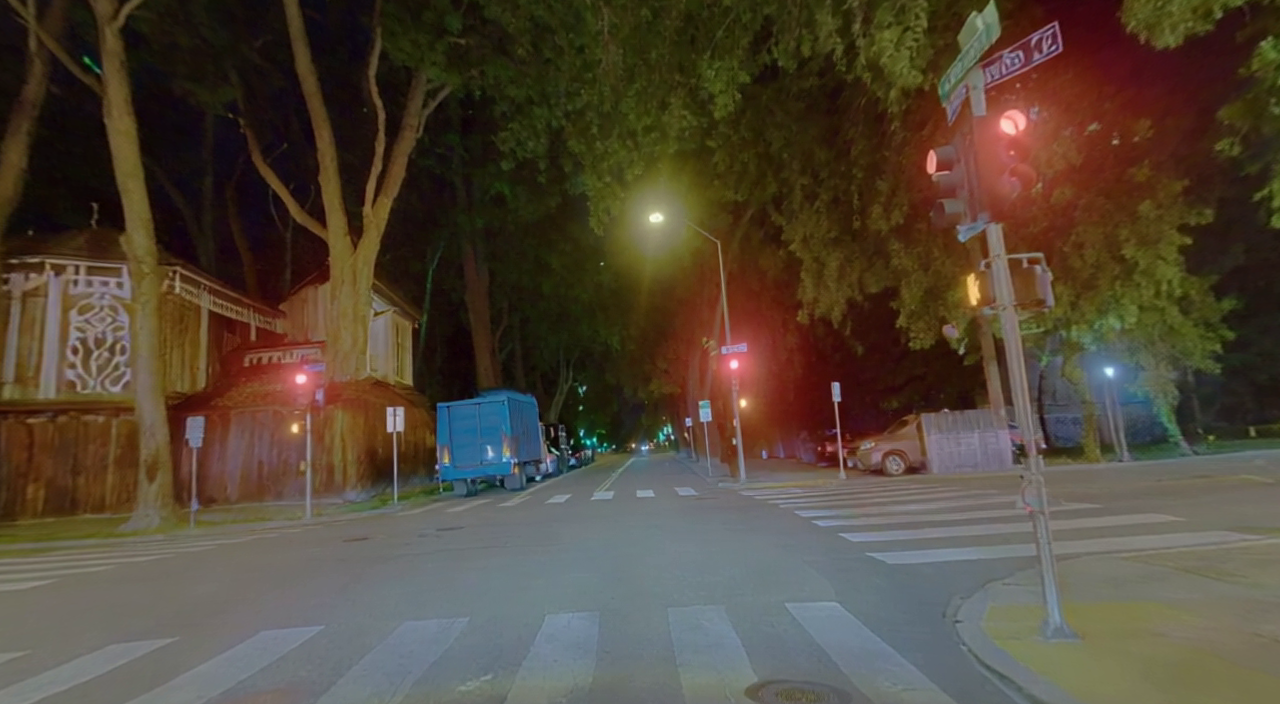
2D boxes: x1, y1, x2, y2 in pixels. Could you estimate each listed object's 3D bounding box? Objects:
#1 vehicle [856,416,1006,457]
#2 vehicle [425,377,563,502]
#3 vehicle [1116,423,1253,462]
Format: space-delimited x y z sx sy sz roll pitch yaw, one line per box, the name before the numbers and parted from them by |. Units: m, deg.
vehicle | 10.686 3.141 23.420 4.643 1.456 1.820 -1 -8 5
vehicle | -5.749 3.761 27.091 3.113 4.041 10.284 -6 -8 0
vehicle | 24.946 4.166 29.019 4.268 1.695 2.053 0 -8 3
